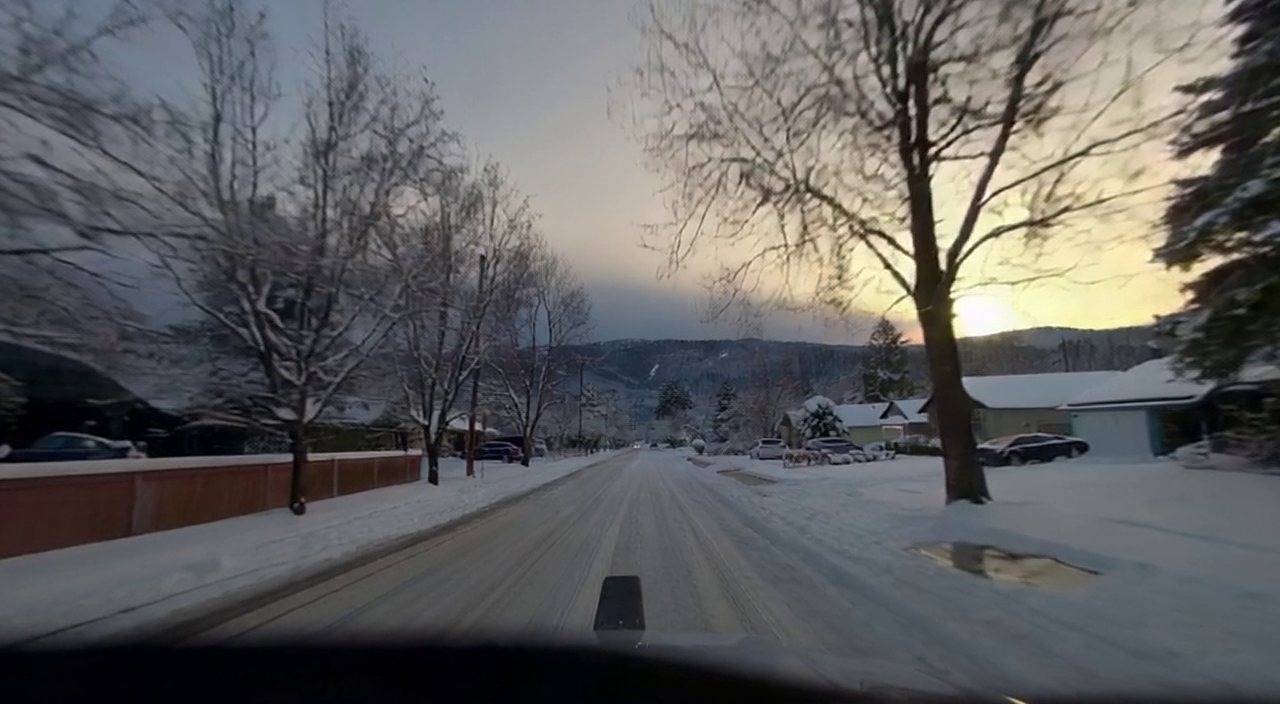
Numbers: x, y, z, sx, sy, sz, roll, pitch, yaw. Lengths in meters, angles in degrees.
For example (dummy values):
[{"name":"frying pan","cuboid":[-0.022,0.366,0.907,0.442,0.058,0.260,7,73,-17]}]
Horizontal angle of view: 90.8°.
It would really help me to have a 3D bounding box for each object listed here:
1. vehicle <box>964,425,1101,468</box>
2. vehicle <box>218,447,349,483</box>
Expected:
[{"name":"vehicle","cuboid":[16.444,3.982,26.633,4.495,1.724,1.943,0,-9,-4]},{"name":"vehicle","cuboid":[-14.287,4.541,25.495,4.138,1.355,1.808,0,-9,0]}]
